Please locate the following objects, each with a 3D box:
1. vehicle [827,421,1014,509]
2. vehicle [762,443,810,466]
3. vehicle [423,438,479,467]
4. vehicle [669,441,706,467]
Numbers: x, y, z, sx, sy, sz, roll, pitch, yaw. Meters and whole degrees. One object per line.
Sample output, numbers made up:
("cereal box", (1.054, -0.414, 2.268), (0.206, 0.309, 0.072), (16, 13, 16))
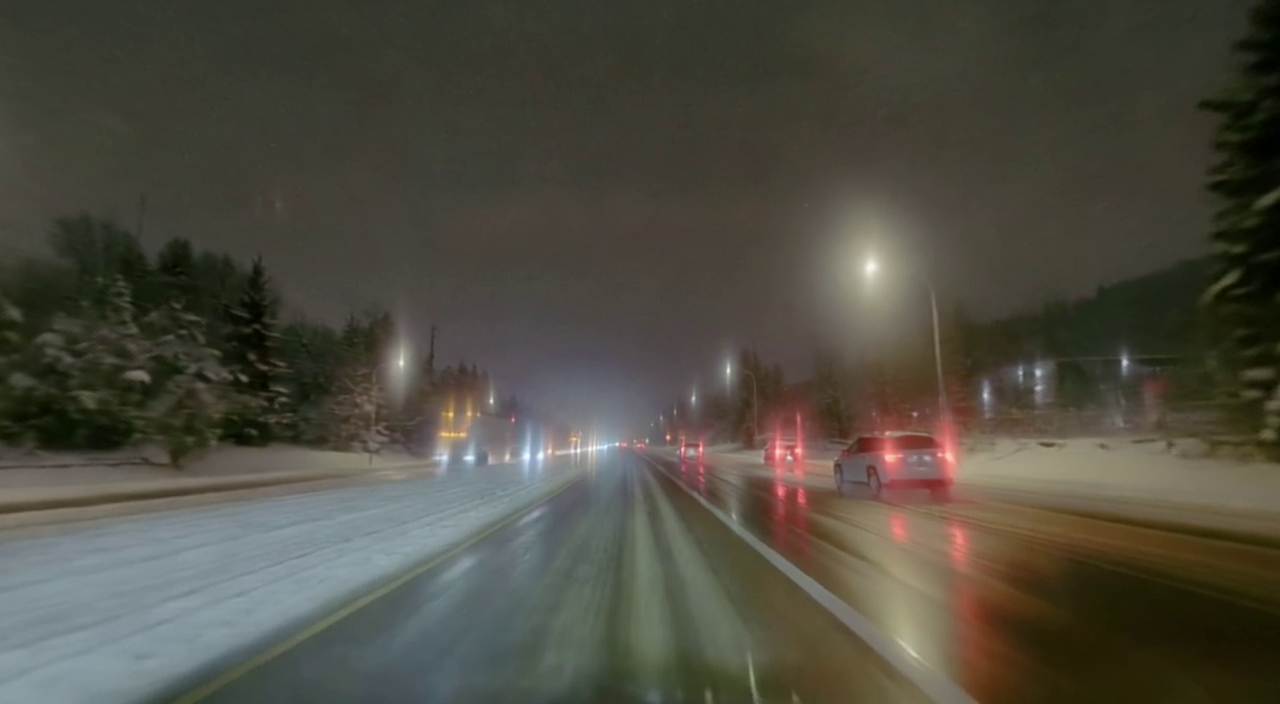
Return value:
("vehicle", (6.785, 2.807, 16.230), (2.244, 1.858, 5.414), (0, -8, -1))
("vehicle", (10.264, 7.257, 44.906), (1.987, 1.502, 5.130), (0, -8, -2))
("vehicle", (-11.649, 6.250, 39.322), (2.029, 1.681, 4.607), (0, -8, 0))
("vehicle", (3.075, 6.755, 41.984), (2.018, 1.600, 4.121), (0, -8, -2))
